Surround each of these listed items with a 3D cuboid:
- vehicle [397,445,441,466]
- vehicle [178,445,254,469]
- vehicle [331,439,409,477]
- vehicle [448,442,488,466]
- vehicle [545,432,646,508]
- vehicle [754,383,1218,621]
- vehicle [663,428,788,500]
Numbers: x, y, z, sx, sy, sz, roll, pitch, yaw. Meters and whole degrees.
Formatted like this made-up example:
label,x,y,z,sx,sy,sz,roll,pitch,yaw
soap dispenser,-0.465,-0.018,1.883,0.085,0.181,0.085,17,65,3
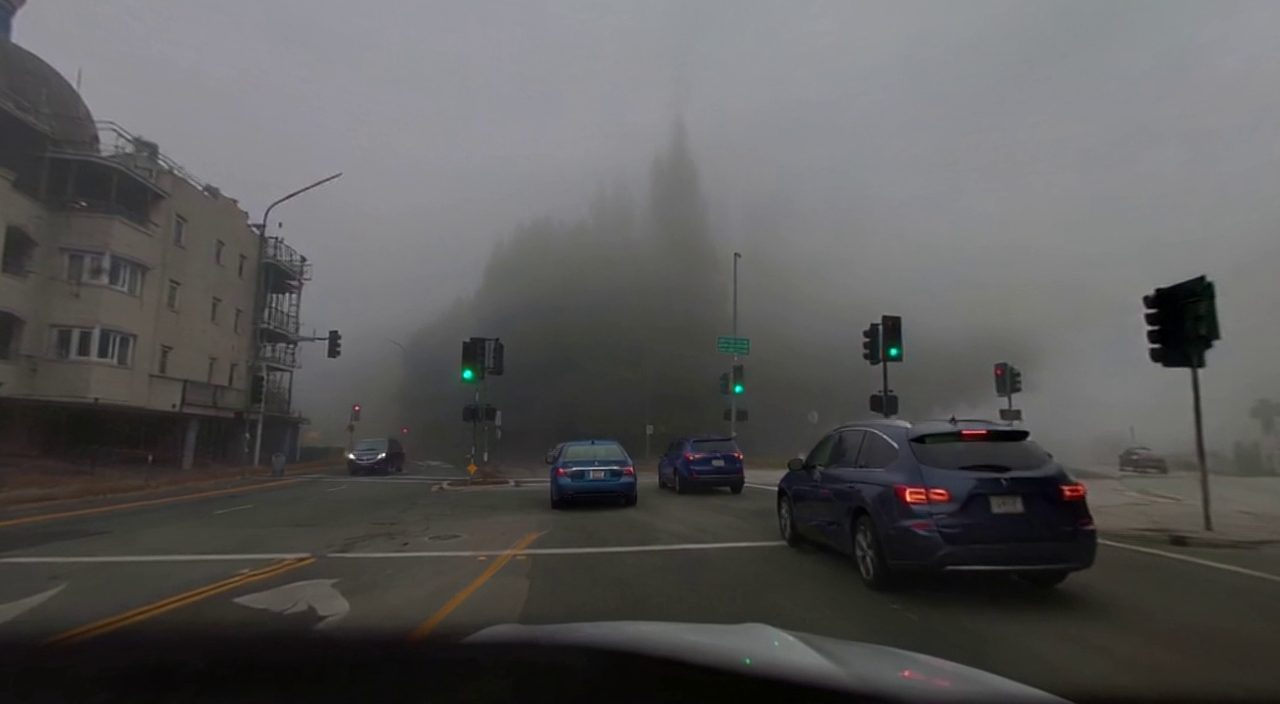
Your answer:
label,x,y,z,sx,sy,sz,roll,pitch,yaw
vehicle,-16.322,7.633,46.707,2.013,1.466,4.430,0,-9,-6
vehicle,-29.078,7.157,43.244,4.653,1.459,2.228,-4,-9,27
vehicle,-13.035,5.114,30.750,2.303,1.692,4.571,1,-9,-8
vehicle,-12.331,7.366,45.557,2.092,1.629,4.133,0,-9,-6
vehicle,-1.254,2.891,15.895,2.132,1.632,3.889,1,-9,-10
vehicle,3.104,1.487,7.296,2.320,1.772,4.872,0,-9,-4
vehicle,2.174,3.043,17.529,2.103,1.710,4.396,1,-9,-11
